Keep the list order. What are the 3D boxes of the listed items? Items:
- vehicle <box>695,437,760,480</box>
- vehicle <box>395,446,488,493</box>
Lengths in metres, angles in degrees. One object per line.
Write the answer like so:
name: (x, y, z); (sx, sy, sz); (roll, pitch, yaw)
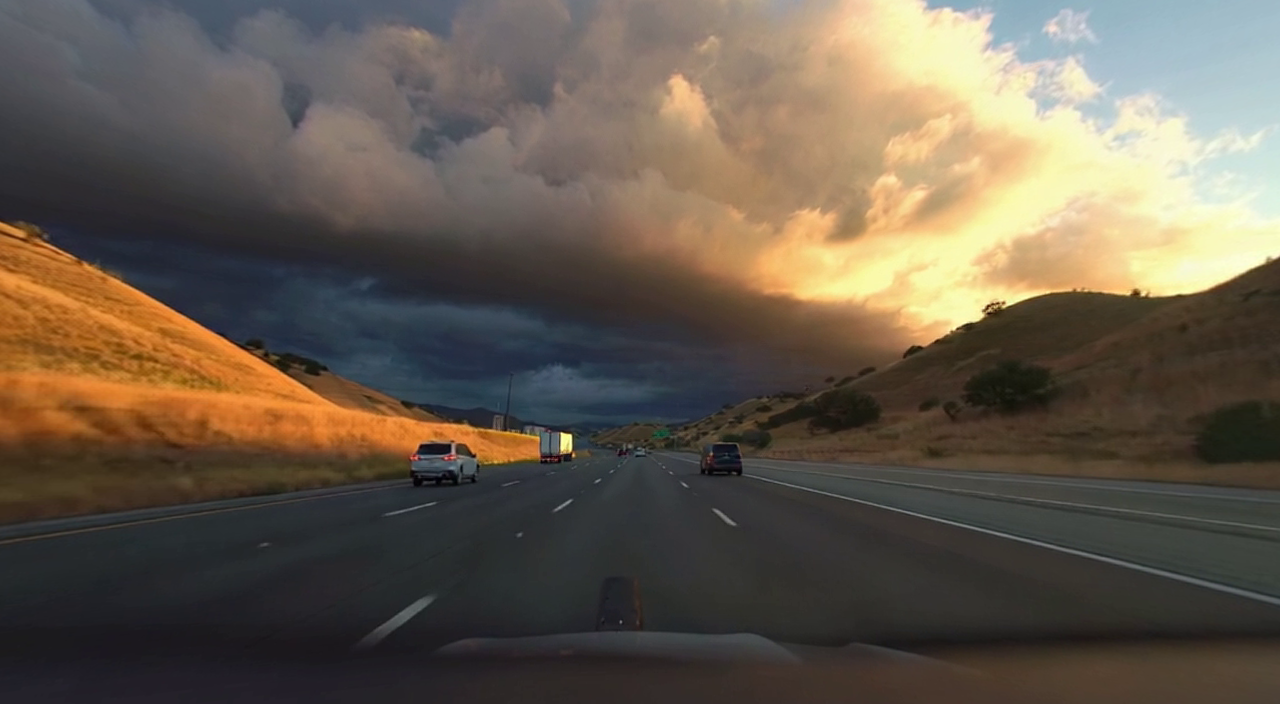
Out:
vehicle: (3.861, 4.814, 28.692); (2.231, 1.789, 4.700); (0, -9, -1)
vehicle: (-7.244, 4.306, 23.570); (1.935, 1.550, 4.883); (0, -9, 0)
